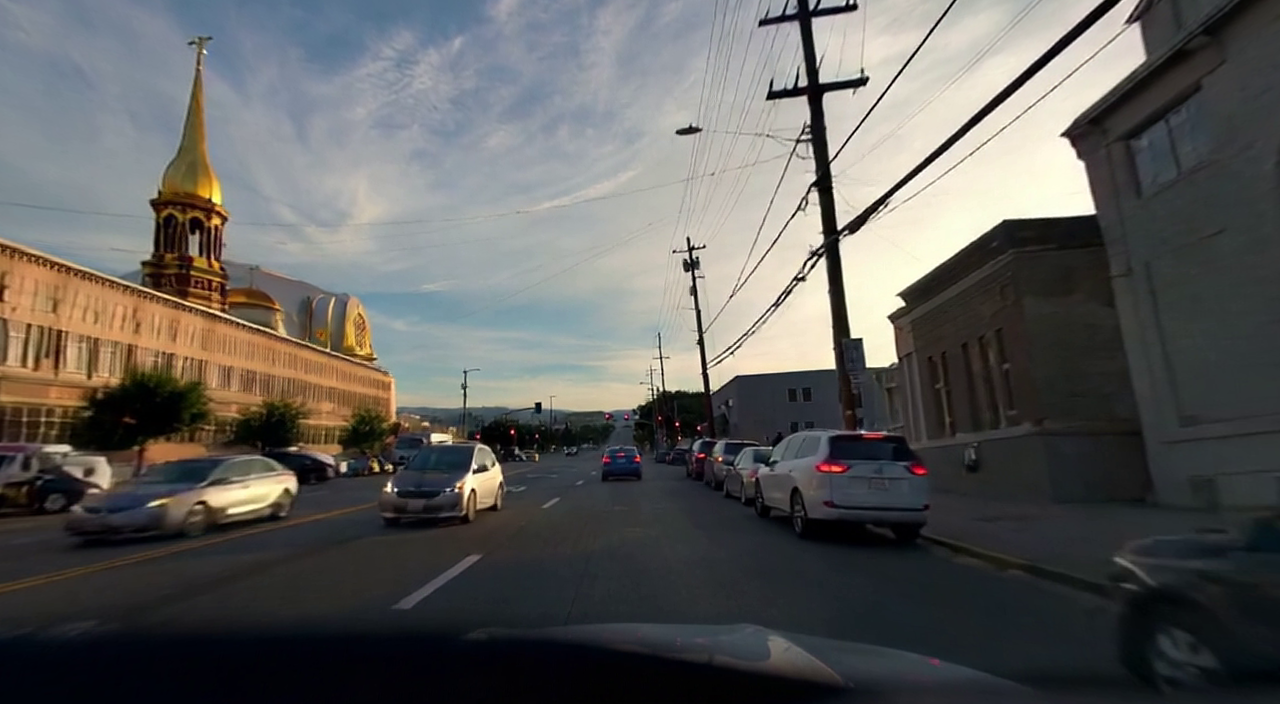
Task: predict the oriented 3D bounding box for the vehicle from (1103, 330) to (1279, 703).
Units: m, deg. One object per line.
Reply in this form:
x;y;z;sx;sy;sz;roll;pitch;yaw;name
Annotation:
3.649;0.612;1.085;2.133;1.791;4.642;1;-9;-1;vehicle

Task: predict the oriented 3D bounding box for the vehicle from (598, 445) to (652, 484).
-0.591;4.653;26.562;2.049;1.453;4.299;-1;-8;0;vehicle

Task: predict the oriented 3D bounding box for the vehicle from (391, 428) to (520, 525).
-3.911;2.604;13.901;2.240;1.731;4.470;1;-9;-13;vehicle

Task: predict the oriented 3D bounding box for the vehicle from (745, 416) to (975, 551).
3.462;2.216;11.359;2.106;1.750;5.328;2;-9;-1;vehicle

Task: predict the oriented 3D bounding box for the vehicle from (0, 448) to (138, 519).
-18.521;3.835;18.654;5.376;1.885;2.218;0;-8;-1;vehicle

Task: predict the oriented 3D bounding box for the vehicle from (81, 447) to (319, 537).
-8.878;2.793;13.335;1.996;1.547;4.238;0;-8;-1;vehicle
